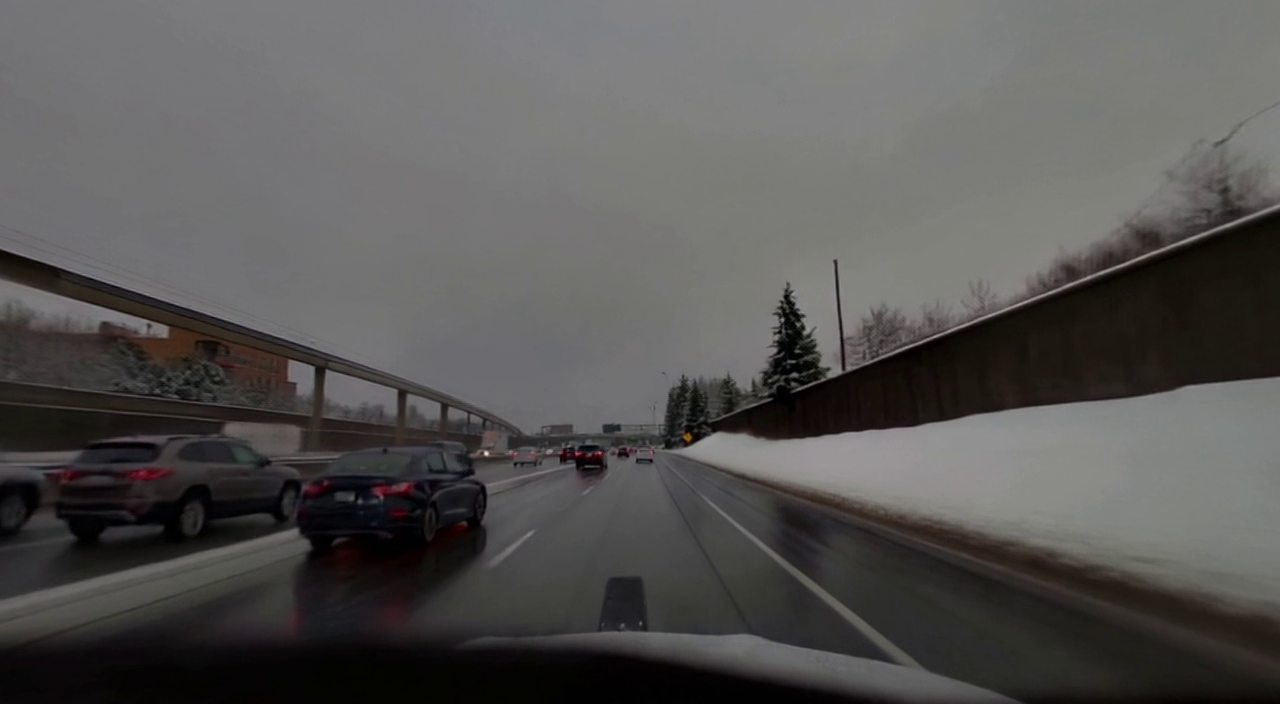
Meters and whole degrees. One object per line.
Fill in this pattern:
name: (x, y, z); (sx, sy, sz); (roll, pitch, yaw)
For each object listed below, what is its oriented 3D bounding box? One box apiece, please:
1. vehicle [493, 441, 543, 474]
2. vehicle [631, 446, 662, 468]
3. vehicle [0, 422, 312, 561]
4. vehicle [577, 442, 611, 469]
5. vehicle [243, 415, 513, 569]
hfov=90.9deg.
vehicle: (-7.252, 6.303, 37.880); (2.084, 1.815, 4.406); (0, -8, 1)
vehicle: (0.399, 7.241, 43.681); (2.074, 1.465, 3.977); (0, -8, -1)
vehicle: (-7.227, 1.985, 9.743); (1.959, 1.652, 4.170); (0, -8, 1)
vehicle: (-3.229, 7.392, 45.160); (2.093, 1.831, 4.712); (0, -8, 0)
vehicle: (-3.428, 1.909, 9.427); (2.052, 1.731, 4.372); (0, -8, 1)
